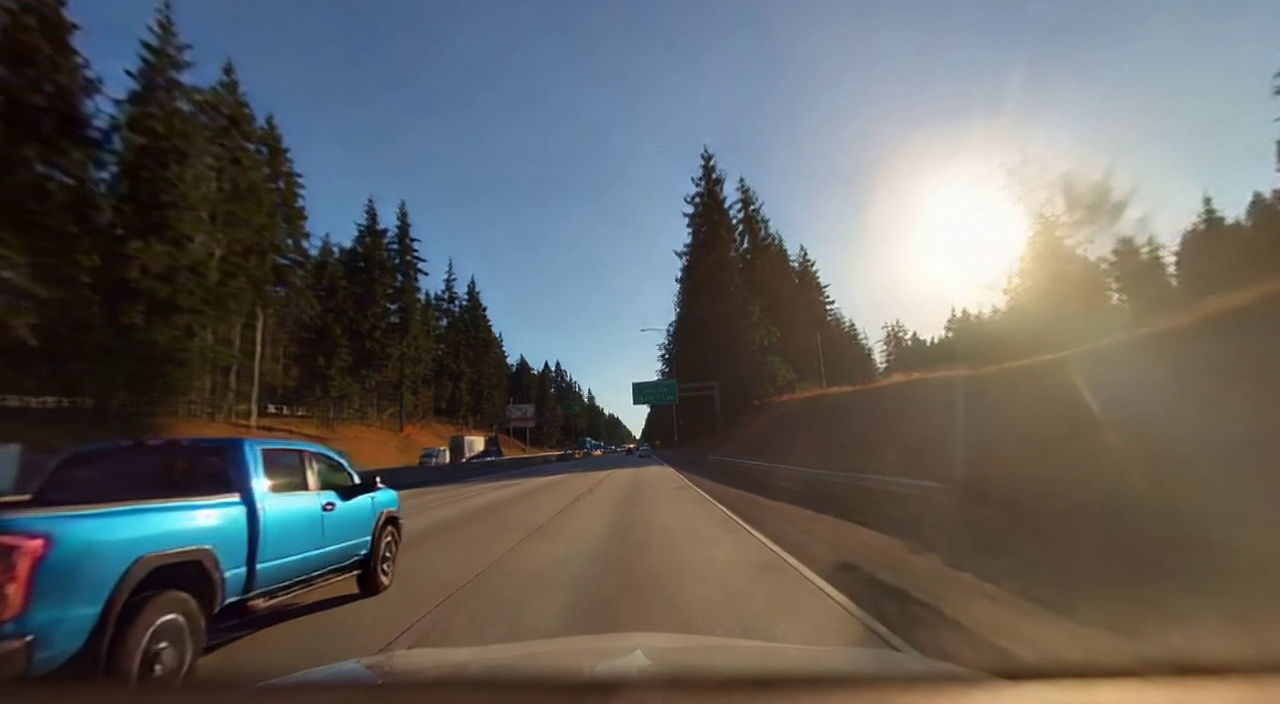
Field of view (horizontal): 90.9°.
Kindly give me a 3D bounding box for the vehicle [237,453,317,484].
[{"bbox_3d":[-23.171,7.399,40.525,2.056,1.728,5.167,-3,-9,0],"label":"vehicle"}]
